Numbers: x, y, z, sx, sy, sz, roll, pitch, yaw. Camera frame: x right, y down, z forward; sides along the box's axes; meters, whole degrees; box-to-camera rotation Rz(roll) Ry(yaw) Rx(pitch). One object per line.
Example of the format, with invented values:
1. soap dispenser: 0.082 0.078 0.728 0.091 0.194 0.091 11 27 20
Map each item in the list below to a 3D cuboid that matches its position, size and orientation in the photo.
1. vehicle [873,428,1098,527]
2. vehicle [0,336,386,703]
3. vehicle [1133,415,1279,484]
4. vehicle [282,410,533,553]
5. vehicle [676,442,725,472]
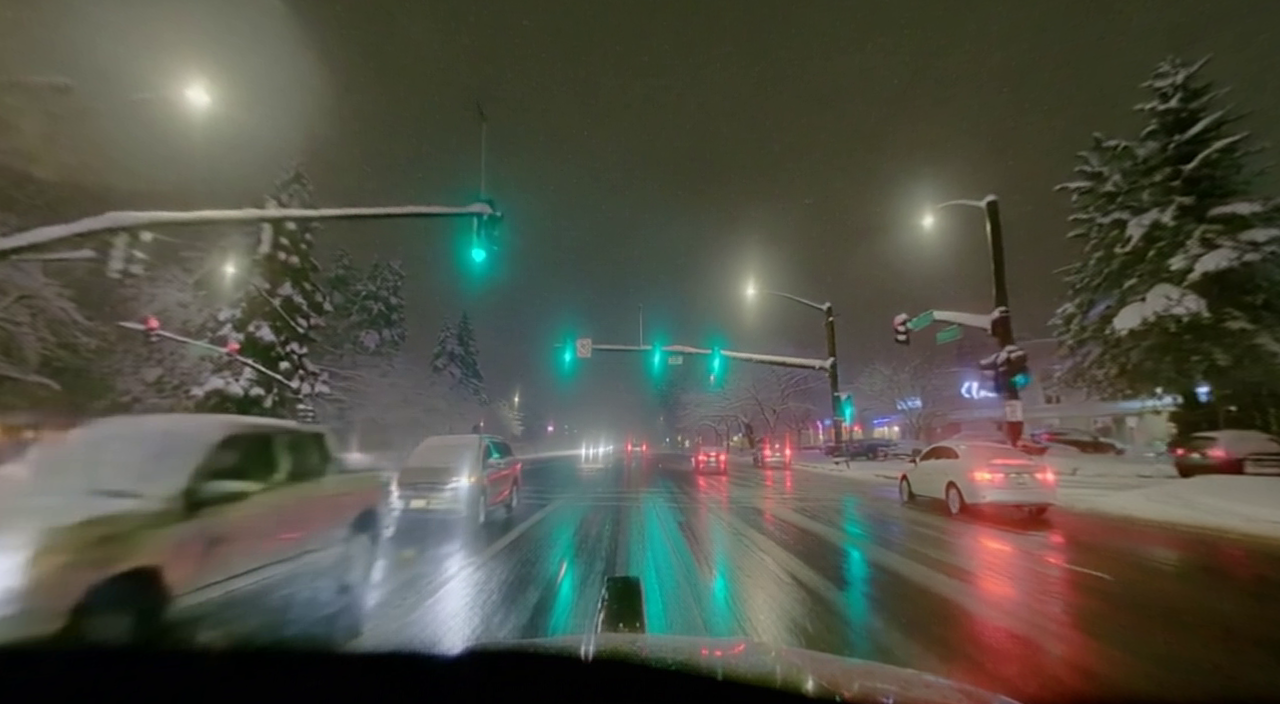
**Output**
1. vehicle: 6.763 2.487 13.146 2.002 1.651 4.647 0 -8 -1
2. vehicle: -3.382 0.994 3.482 2.118 1.721 4.464 0 -8 0
3. vehicle: 19.963 3.307 21.645 6.595 2.059 2.513 5 -10 -32
4. vehicle: -3.389 2.021 10.604 2.304 1.794 5.004 0 -8 0
5. vehicle: 3.215 5.665 34.306 2.099 1.463 4.365 0 -8 -2
